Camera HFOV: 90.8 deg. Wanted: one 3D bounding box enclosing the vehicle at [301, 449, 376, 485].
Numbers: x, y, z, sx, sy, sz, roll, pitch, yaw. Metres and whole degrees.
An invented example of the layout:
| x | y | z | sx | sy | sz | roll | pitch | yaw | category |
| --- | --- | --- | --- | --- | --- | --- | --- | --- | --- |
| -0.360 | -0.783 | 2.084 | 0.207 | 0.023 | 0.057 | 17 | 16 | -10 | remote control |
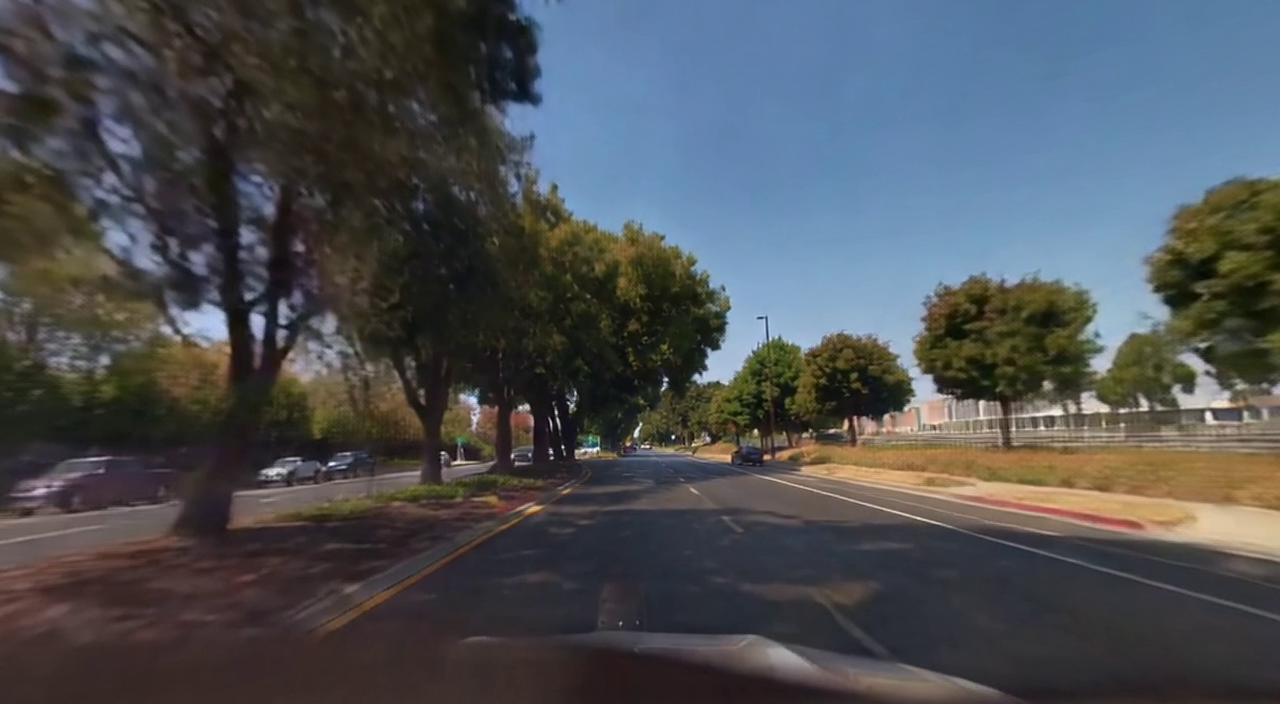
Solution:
| x | y | z | sx | sy | sz | roll | pitch | yaw | category |
| --- | --- | --- | --- | --- | --- | --- | --- | --- | --- |
| -17.790 | 6.771 | 37.601 | 1.926 | 1.684 | 5.378 | -3 | -7 | -1 | vehicle |

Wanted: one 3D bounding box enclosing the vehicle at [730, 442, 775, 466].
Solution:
| x | y | z | sx | sy | sz | roll | pitch | yaw | category |
| --- | --- | --- | --- | --- | --- | --- | --- | --- | --- |
| 7.308 | 6.696 | 41.542 | 1.961 | 1.465 | 4.468 | 0 | -8 | -2 | vehicle |

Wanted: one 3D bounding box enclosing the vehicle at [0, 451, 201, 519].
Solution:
| x | y | z | sx | sy | sz | roll | pitch | yaw | category |
| --- | --- | --- | --- | --- | --- | --- | --- | --- | --- |
| -17.705 | 4.281 | 21.138 | 1.999 | 1.875 | 5.842 | 0 | -8 | -2 | vehicle |

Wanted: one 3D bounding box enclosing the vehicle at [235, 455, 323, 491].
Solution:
| x | y | z | sx | sy | sz | roll | pitch | yaw | category |
| --- | --- | --- | --- | --- | --- | --- | --- | --- | --- |
| -17.865 | 5.975 | 31.499 | 1.851 | 1.563 | 4.336 | 0 | -8 | 0 | vehicle |
